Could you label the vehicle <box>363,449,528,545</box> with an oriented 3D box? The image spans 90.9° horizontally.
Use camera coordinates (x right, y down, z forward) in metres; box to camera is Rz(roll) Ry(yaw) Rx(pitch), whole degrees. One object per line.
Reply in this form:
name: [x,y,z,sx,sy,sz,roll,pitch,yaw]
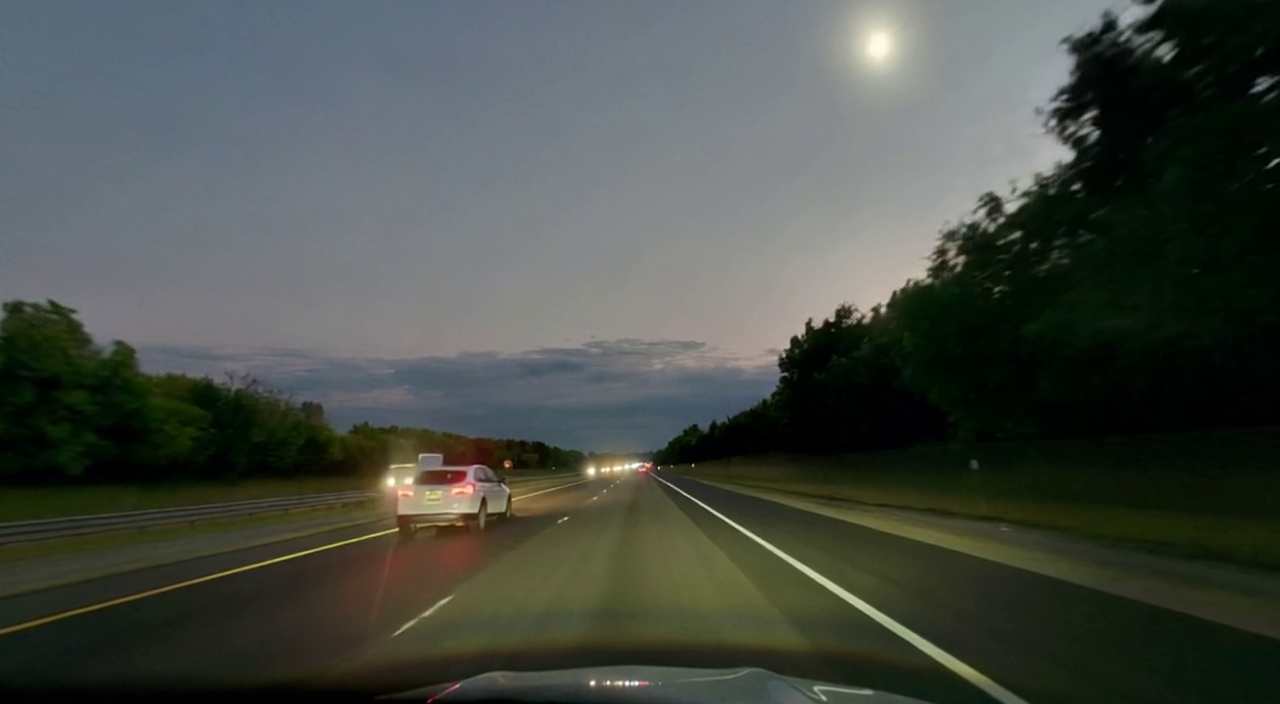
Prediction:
vehicle: [-3.621,2.808,12.628,1.900,1.550,4.146,0,-11,1]
